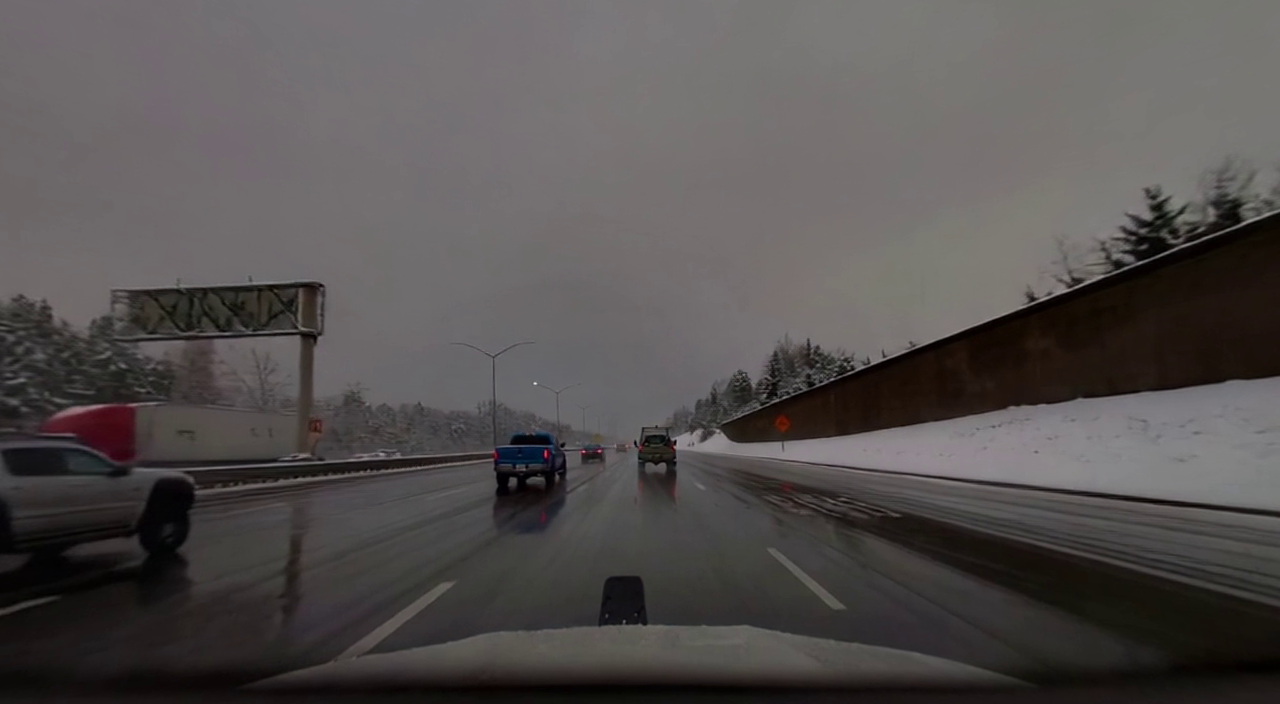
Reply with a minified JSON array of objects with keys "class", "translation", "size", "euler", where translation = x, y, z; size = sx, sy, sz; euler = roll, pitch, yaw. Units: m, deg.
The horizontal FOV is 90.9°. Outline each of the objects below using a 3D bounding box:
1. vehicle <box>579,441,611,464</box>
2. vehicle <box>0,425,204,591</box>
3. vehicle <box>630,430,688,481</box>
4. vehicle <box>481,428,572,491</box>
[{"class":"vehicle","translation":[-3.301,7.480,47.096],"size":[1.961,1.591,4.756],"euler":[0,-8,1]},{"class":"vehicle","translation":[-7.247,1.538,6.230],"size":[1.978,1.597,5.358],"euler":[0,-8,1]},{"class":"vehicle","translation":[0.740,4.085,25.151],"size":[2.083,1.792,4.782],"euler":[0,-8,1]},{"class":"vehicle","translation":[-3.598,3.528,21.030],"size":[1.954,1.792,5.187],"euler":[0,-9,1]}]
